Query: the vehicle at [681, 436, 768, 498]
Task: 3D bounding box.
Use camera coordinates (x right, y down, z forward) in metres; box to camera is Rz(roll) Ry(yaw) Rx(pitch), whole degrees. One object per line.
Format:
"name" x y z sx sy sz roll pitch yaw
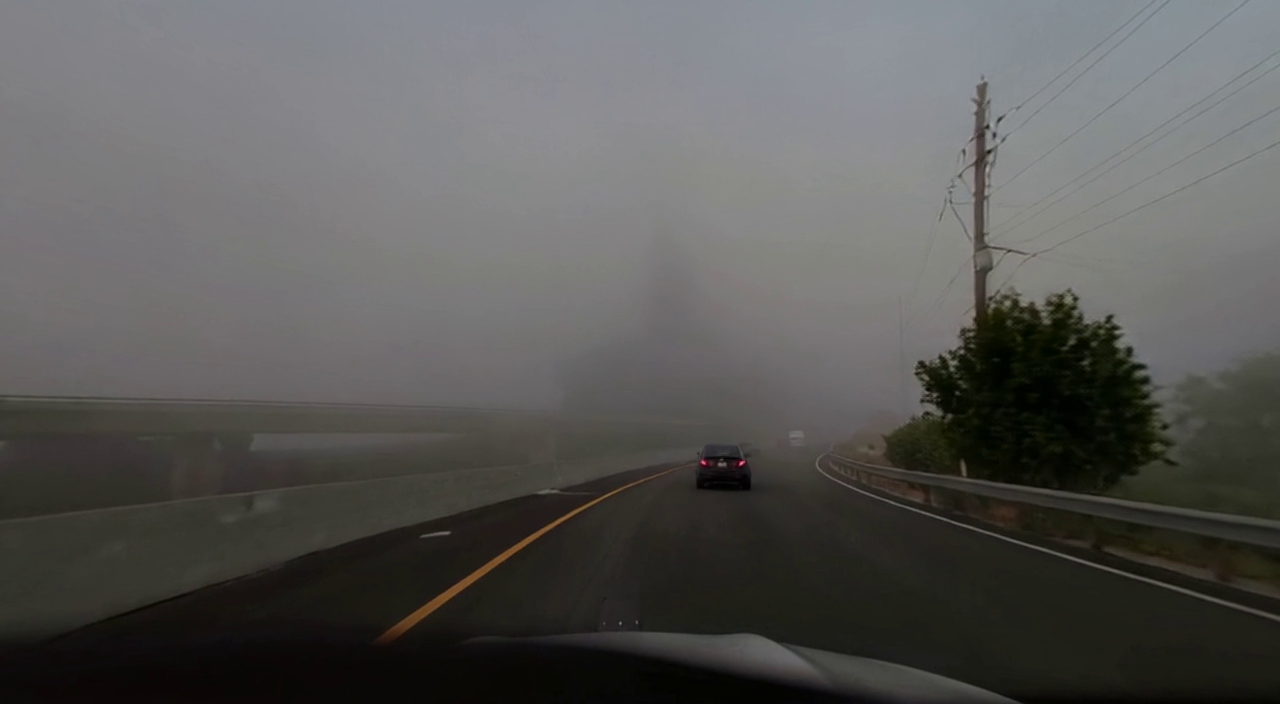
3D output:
"vehicle" 2.311 3.116 17.518 2.091 1.482 4.321 -1 -9 7

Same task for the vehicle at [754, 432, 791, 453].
"vehicle" 9.992 6.800 47.371 1.931 1.485 4.191 -4 -9 22
